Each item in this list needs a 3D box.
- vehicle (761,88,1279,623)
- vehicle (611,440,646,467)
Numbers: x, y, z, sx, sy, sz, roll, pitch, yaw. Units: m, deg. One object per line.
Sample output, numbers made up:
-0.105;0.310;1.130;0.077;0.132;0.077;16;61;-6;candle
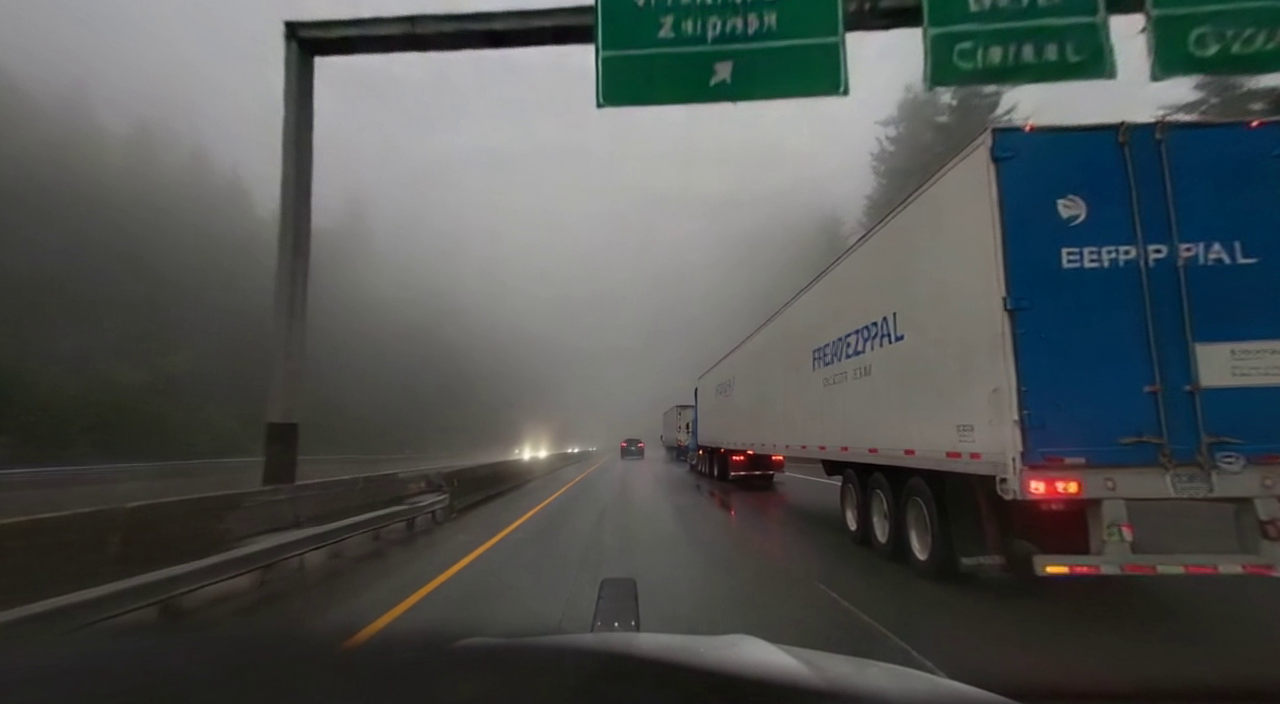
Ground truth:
4.236;0.531;9.276;2.853;4.086;9.078;0;-8;-1;vehicle
-0.674;5.935;36.989;1.943;1.491;3.459;0;-8;-1;vehicle
